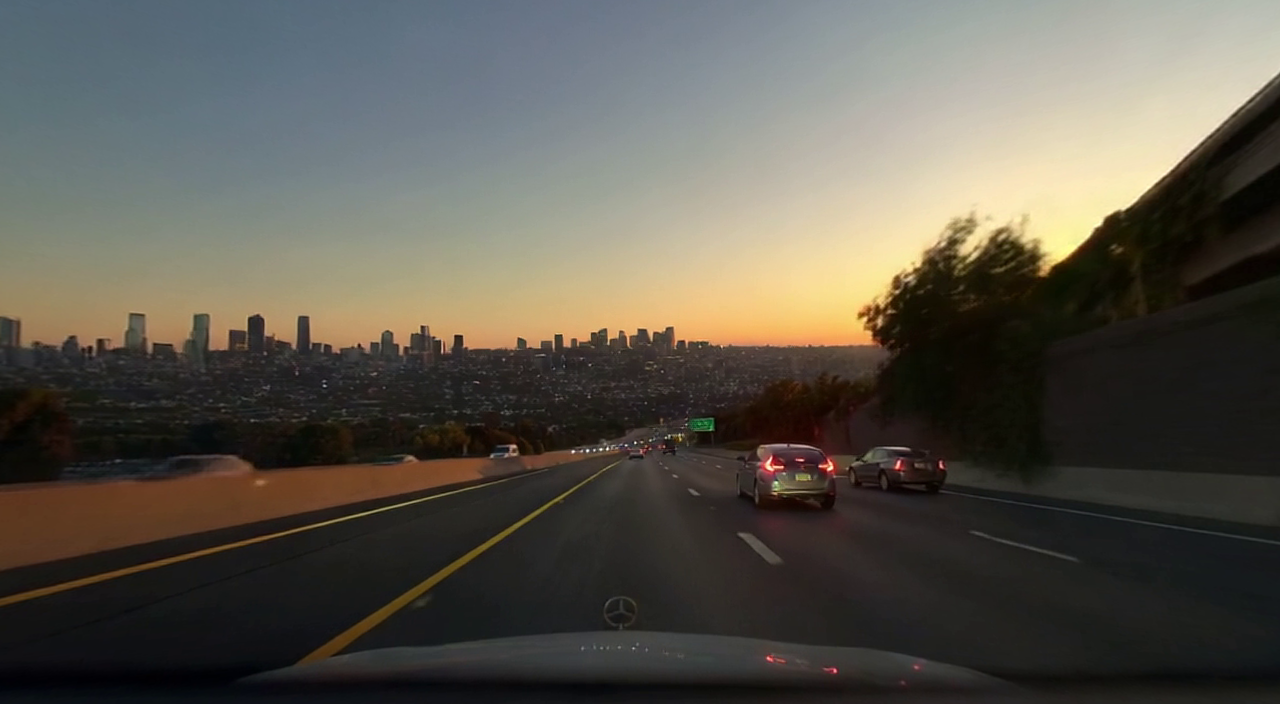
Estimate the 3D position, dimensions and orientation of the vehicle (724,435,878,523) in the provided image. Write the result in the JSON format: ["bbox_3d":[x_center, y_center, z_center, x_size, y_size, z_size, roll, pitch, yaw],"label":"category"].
[{"bbox_3d":[3.165,2.598,13.546,1.982,1.533,4.612,0,-8,-1],"label":"vehicle"}]

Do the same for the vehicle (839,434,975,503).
[{"bbox_3d":[6.902,3.033,16.831,1.856,1.592,3.920,0,-8,-1],"label":"vehicle"}]

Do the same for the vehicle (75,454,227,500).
[{"bbox_3d":[-19.461,4.967,25.500,2.202,1.577,4.701,-1,-8,3],"label":"vehicle"}]
